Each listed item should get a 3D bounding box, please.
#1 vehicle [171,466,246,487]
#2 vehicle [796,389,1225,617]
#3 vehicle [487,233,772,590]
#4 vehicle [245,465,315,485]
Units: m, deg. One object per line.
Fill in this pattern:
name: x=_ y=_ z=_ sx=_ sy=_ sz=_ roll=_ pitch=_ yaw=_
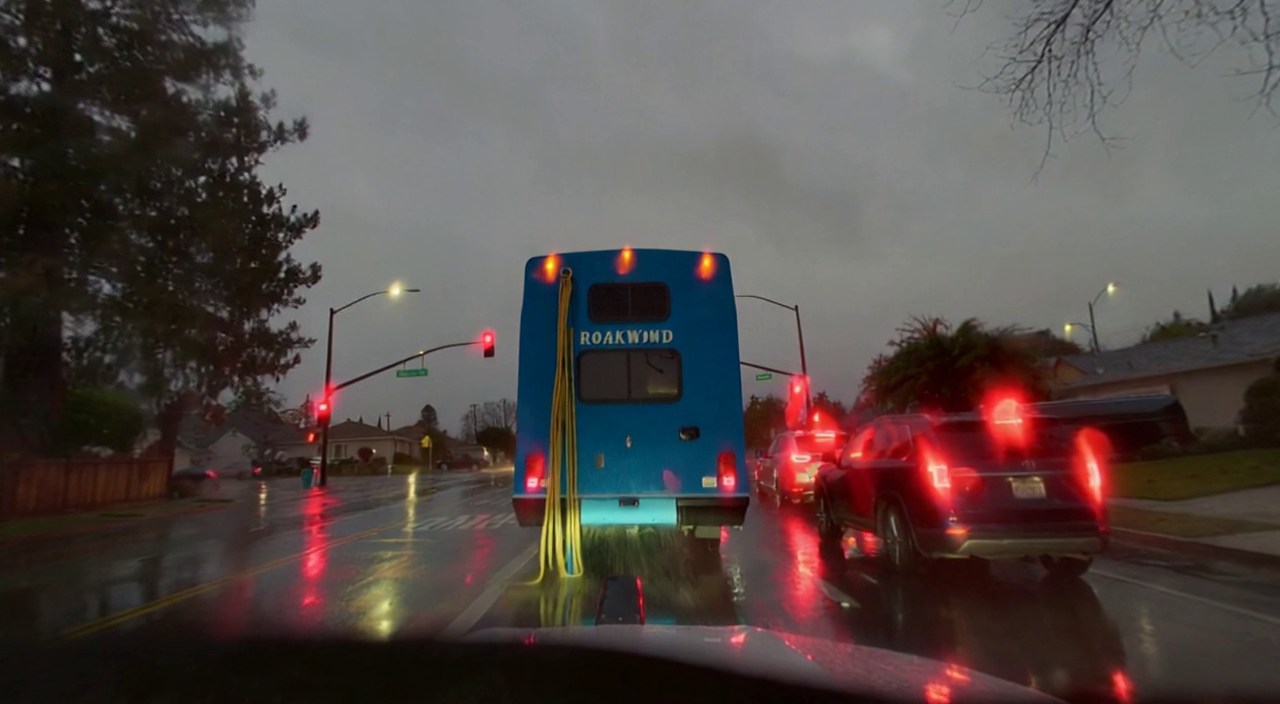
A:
vehicle: x=-32.694 y=9.403 z=47.950 sx=4.311 sy=1.458 sz=1.707 roll=0 pitch=-9 yaw=-3
vehicle: x=3.409 y=1.492 z=7.137 sx=2.104 sy=1.735 sz=4.408 roll=0 pitch=-9 yaw=0
vehicle: x=-0.106 y=1.123 z=10.307 sx=2.709 sy=3.511 sz=8.213 roll=0 pitch=-9 yaw=0
vehicle: x=-27.414 y=9.352 z=48.141 sx=4.187 sy=1.445 sz=1.809 roll=0 pitch=-9 yaw=0
